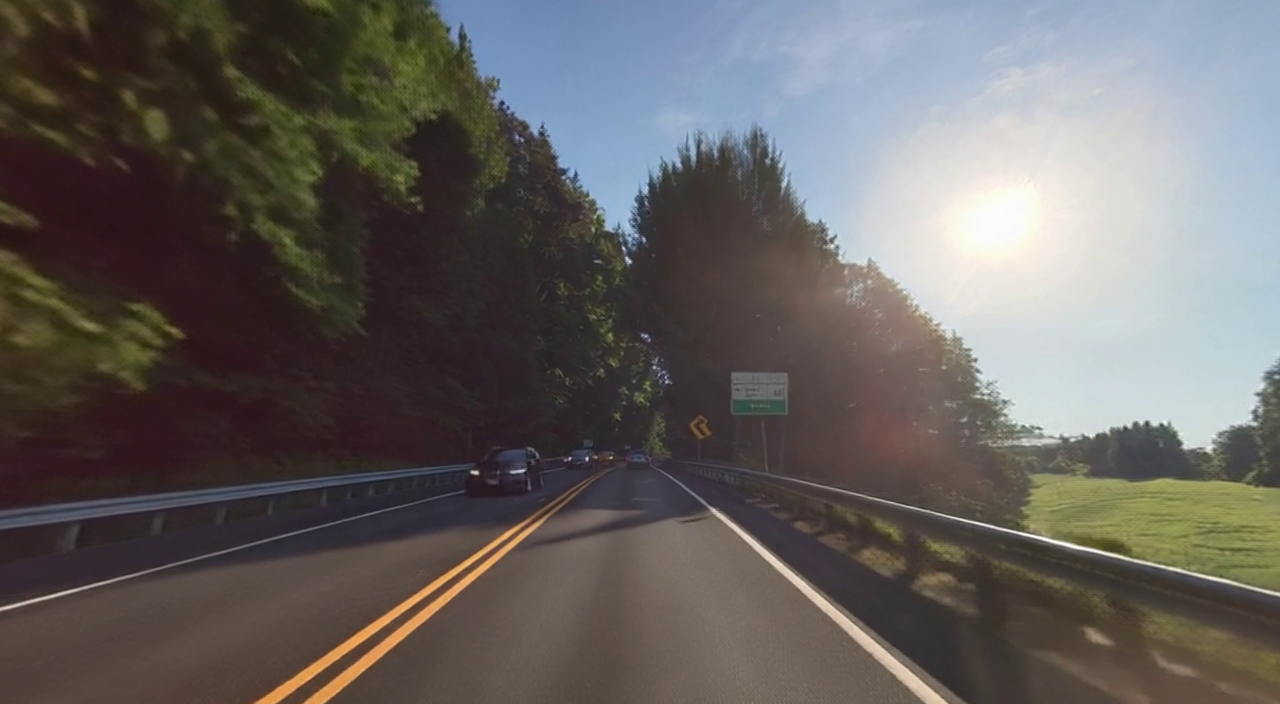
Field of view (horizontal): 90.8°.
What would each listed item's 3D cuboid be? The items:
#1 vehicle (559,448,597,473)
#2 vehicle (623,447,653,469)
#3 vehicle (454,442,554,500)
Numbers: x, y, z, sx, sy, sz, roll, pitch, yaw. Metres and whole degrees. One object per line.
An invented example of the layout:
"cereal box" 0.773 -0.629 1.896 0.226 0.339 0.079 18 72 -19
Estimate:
"vehicle" -3.877 6.862 40.325 1.981 1.486 4.348 0 -9 0
"vehicle" -0.171 7.649 45.620 2.067 1.486 3.861 0 -9 -1
"vehicle" -3.894 3.479 18.899 1.987 1.526 4.205 0 -9 1
